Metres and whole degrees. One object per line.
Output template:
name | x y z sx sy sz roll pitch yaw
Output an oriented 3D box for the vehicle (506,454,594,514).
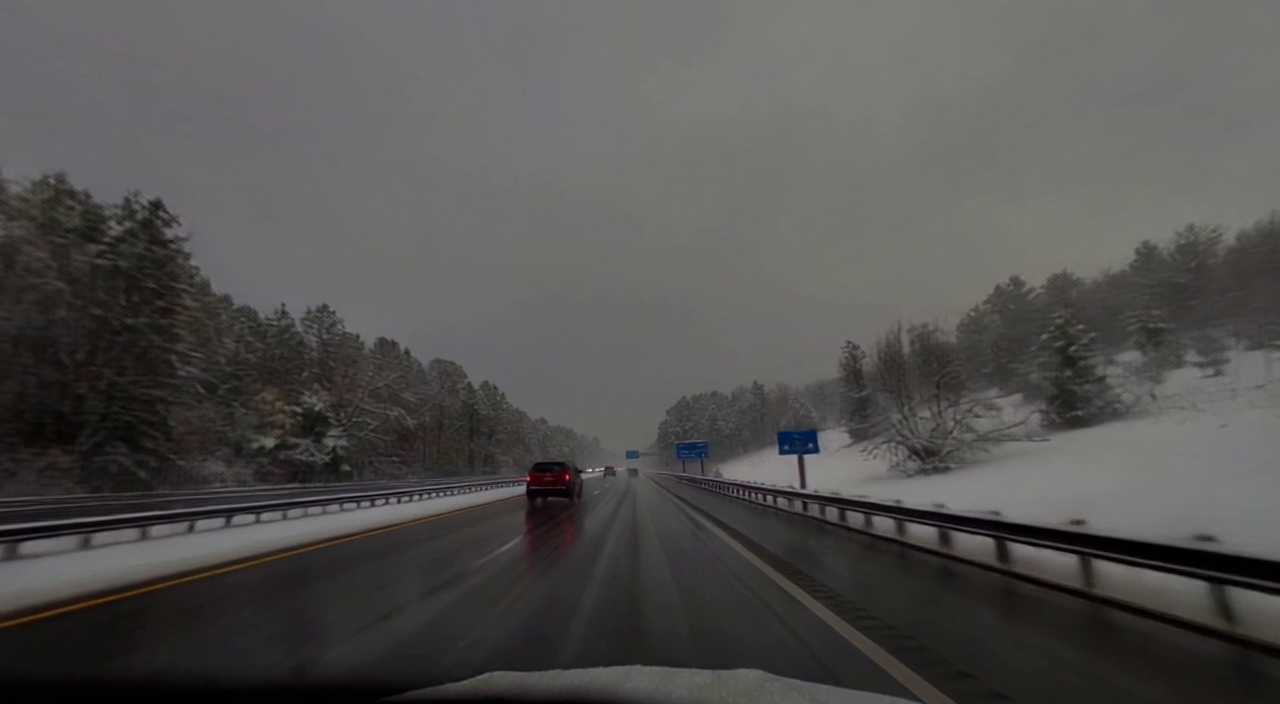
vehicle | -2.777 4.263 20.612 2.107 1.668 4.554 1 -11 1
